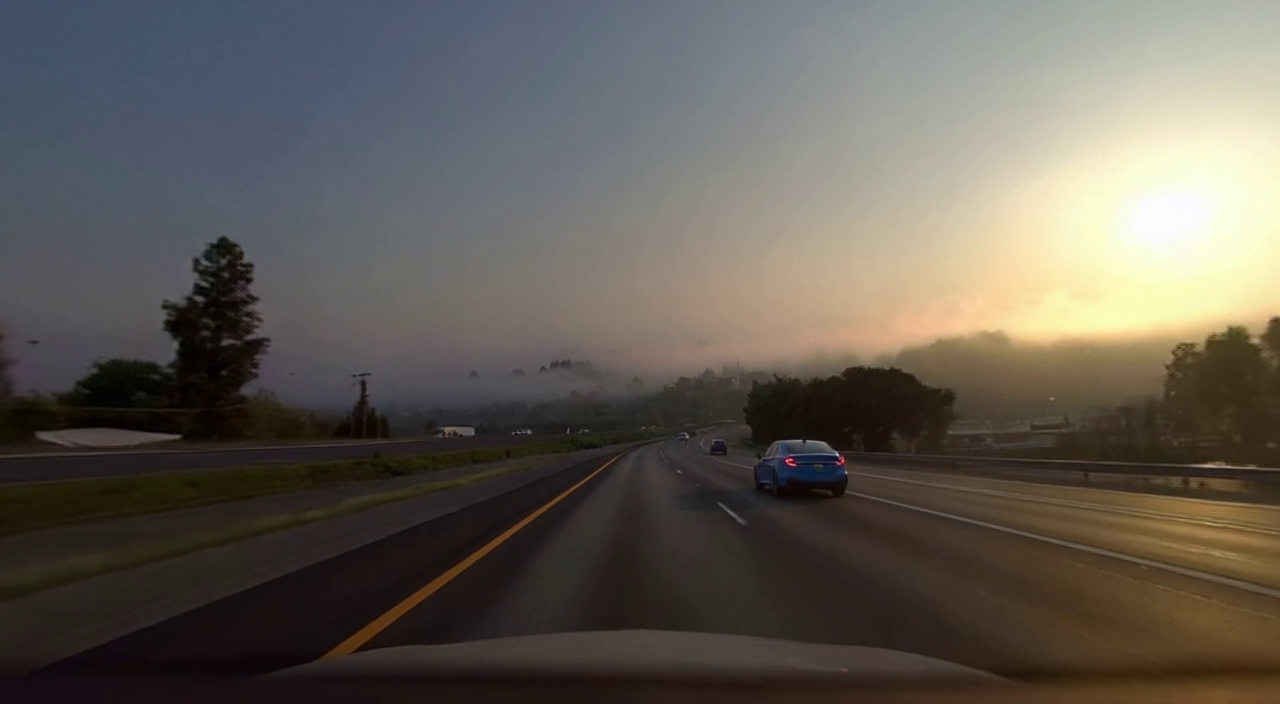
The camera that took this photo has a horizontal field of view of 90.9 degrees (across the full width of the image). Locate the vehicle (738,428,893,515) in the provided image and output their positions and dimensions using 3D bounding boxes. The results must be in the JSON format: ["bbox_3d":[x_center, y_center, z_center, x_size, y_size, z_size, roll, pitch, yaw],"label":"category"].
[{"bbox_3d":[3.513,2.490,13.630,2.050,1.546,4.344,0,-8,-1],"label":"vehicle"}]
